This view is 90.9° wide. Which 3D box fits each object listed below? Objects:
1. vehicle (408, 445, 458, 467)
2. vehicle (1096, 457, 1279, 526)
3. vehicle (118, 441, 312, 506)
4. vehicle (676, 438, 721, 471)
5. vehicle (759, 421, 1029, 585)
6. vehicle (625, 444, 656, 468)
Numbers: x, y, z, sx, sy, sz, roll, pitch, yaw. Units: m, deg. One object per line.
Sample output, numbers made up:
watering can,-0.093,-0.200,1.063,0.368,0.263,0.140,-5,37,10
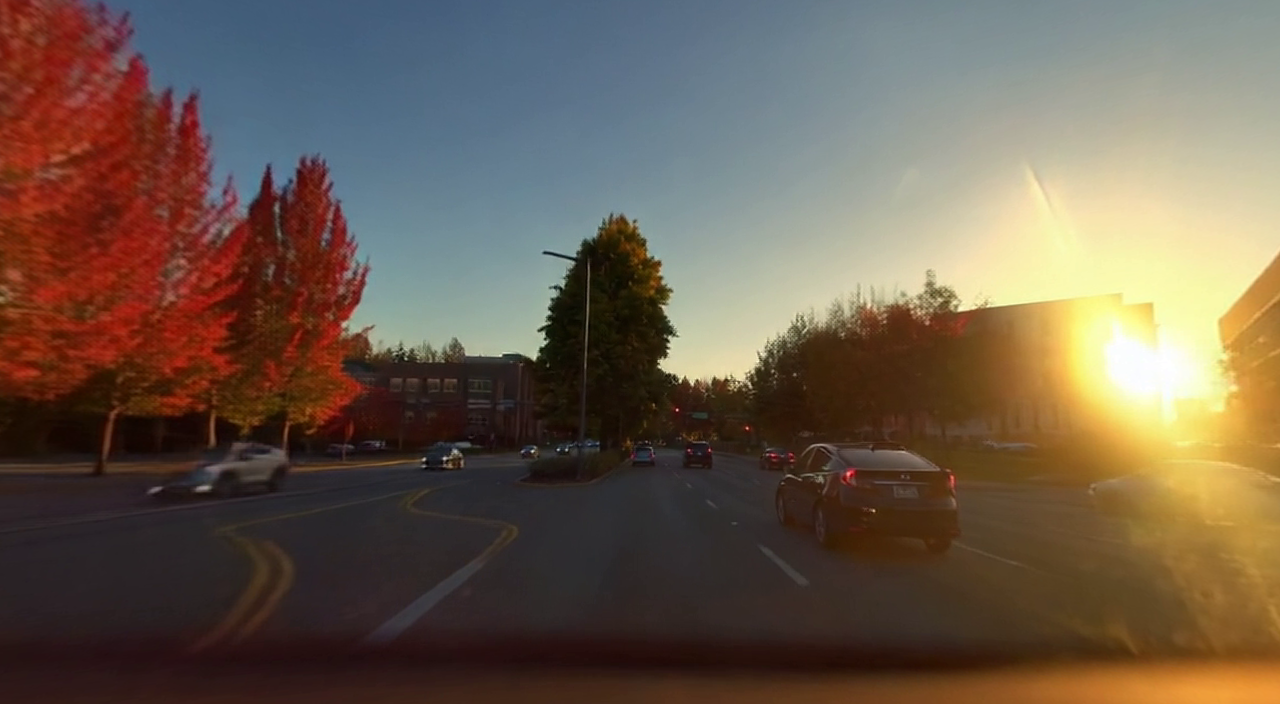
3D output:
vehicle,-14.810,7.455,45.325,1.978,1.443,4.678,0,-8,0
vehicle,15.283,3.727,17.234,4.398,1.634,2.031,-6,-10,35
vehicle,-11.105,3.172,17.000,1.969,1.488,4.612,0,-8,0
vehicle,3.461,6.171,38.228,2.154,1.844,4.634,0,-8,-1
vehicle,2.938,1.809,8.374,1.901,1.634,3.896,0,-8,-1
vehicle,0.026,6.866,41.671,1.991,1.477,3.814,0,-8,0
